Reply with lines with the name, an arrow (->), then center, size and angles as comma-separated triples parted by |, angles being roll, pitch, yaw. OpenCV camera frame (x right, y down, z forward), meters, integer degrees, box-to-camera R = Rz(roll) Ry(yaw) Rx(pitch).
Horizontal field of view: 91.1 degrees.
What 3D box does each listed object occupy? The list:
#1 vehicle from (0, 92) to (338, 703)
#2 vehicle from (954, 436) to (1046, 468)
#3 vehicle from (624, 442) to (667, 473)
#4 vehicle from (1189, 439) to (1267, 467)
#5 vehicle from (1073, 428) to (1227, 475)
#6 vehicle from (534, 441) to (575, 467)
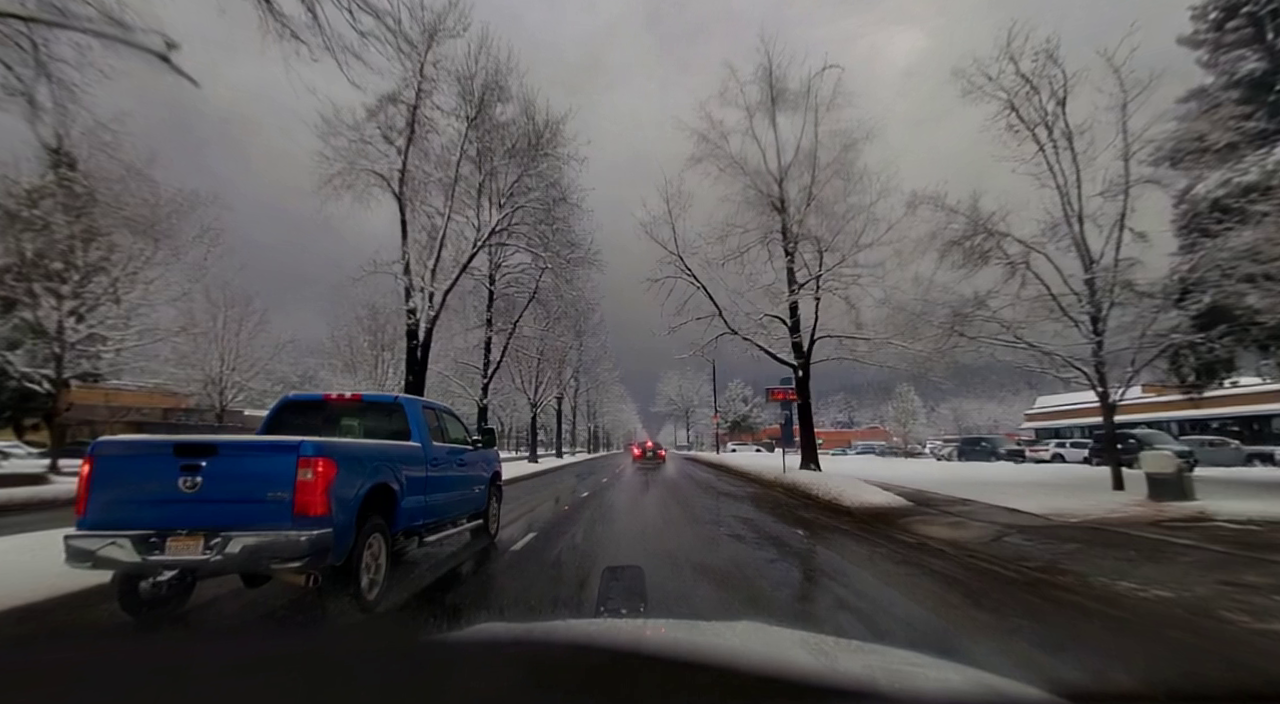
vehicle -> -3.513, 0.321, 1.483 | 2.733, 2.495, 5.037 | -1, -8, 5
vehicle -> 21.252, 5.919, 37.194 | 4.501, 1.780, 2.082 | -5, -10, 30
vehicle -> 0.342, 5.639, 33.929 | 2.191, 1.530, 4.470 | 0, -8, 1
vehicle -> 36.811, 6.281, 39.276 | 4.480, 1.588, 2.098 | 4, -9, -28
vehicle -> 22.157, 4.335, 27.528 | 4.957, 1.882, 2.031 | -7, -11, 38
vehicle -> -6.207, 7.440, 46.181 | 2.146, 1.788, 5.153 | 0, -8, 2
